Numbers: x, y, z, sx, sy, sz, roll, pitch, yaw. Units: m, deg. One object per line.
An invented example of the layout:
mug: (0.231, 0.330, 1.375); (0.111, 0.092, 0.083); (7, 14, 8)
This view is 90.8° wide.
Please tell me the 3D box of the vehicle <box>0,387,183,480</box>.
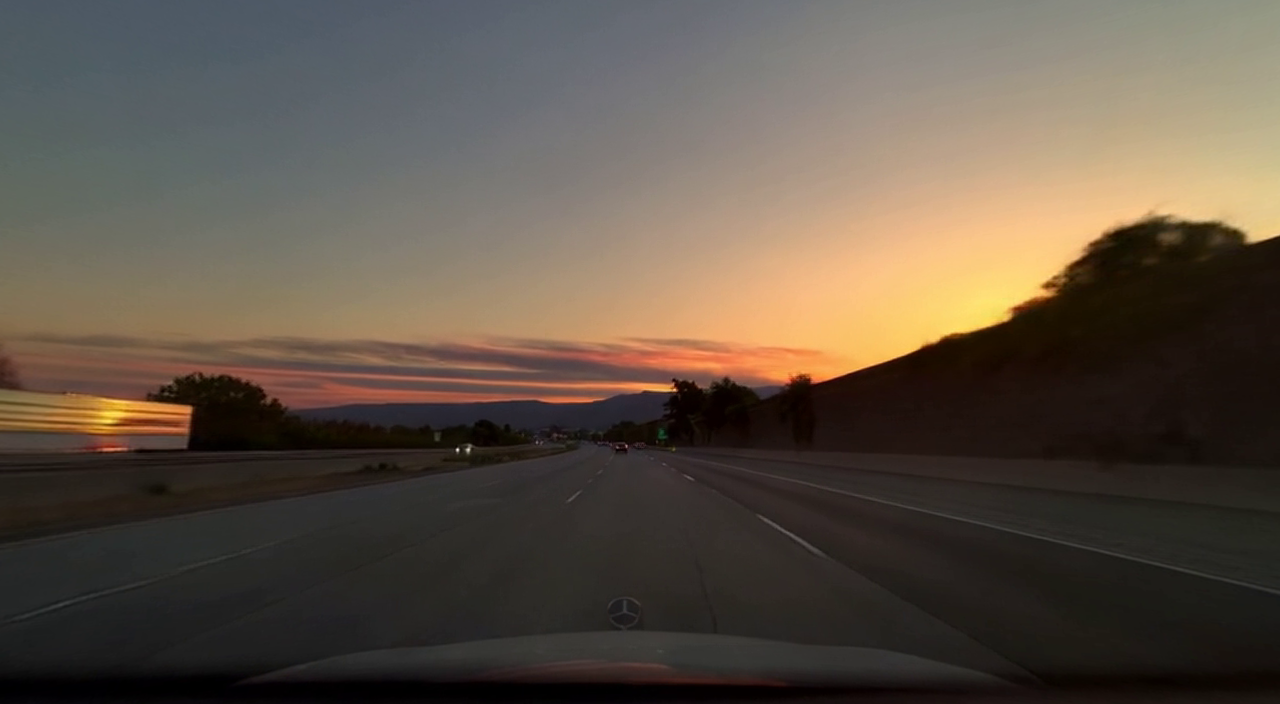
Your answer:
vehicle: (-30.263, 4.279, 32.270); (2.921, 4.130, 14.945); (2, -9, -2)
